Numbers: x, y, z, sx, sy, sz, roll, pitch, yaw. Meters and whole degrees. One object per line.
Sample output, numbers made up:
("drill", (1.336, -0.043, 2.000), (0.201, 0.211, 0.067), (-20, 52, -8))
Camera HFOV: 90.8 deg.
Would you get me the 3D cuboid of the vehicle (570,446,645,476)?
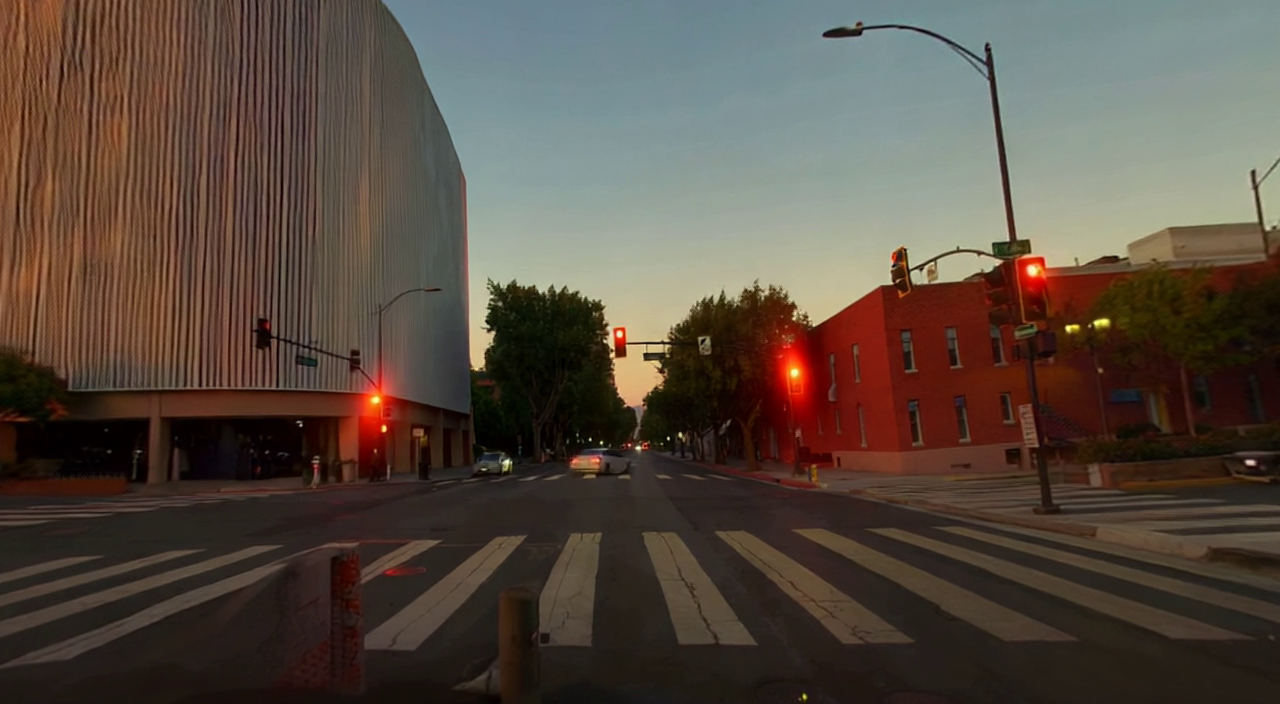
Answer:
("vehicle", (-1.642, 5.855, 34.269), (2.088, 1.452, 4.833), (-4, -9, 24))
